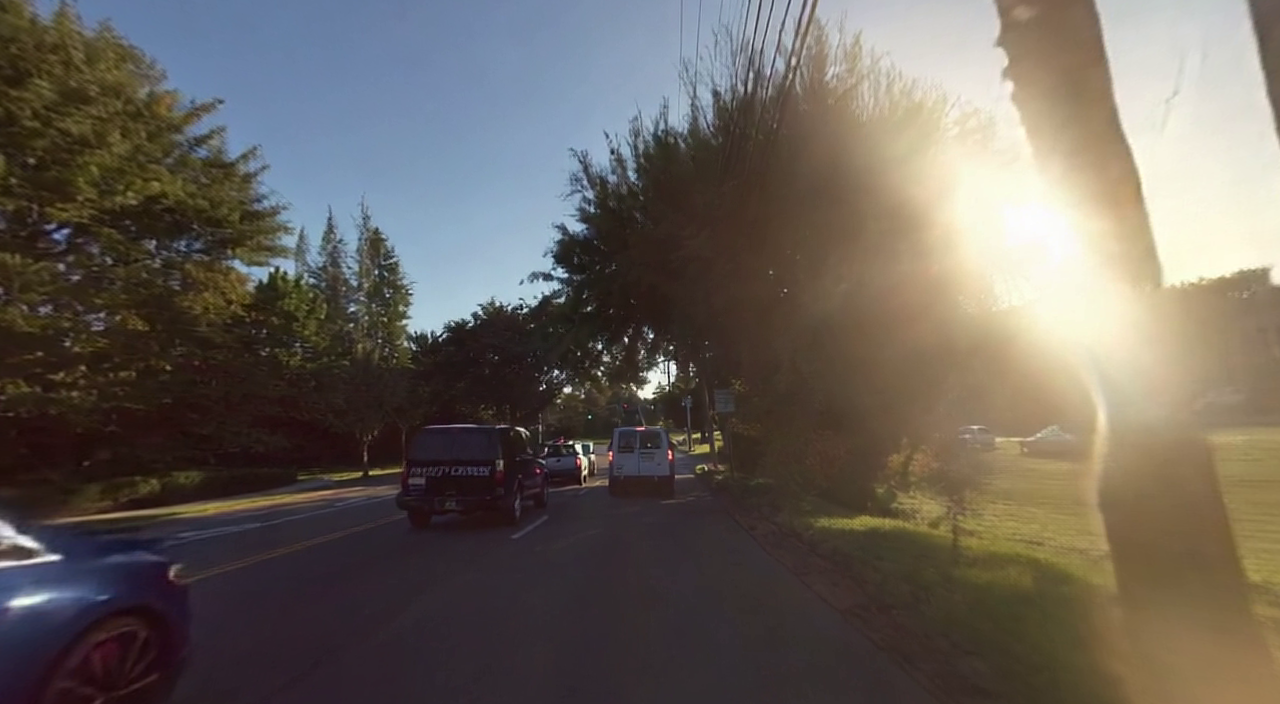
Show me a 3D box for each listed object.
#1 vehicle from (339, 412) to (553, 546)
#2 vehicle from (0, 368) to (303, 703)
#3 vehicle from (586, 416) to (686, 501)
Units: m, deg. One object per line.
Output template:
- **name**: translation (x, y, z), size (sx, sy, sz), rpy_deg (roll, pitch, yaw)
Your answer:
- **vehicle**: translation (-2.951, 2.080, 10.911), size (2.062, 1.796, 4.657), rpy_deg (-1, -9, 2)
- **vehicle**: translation (-3.169, 0.725, 1.300), size (2.180, 1.546, 4.755), rpy_deg (0, -9, 2)
- **vehicle**: translation (-0.017, 2.730, 16.379), size (2.241, 1.912, 4.095), rpy_deg (-1, -9, 2)
